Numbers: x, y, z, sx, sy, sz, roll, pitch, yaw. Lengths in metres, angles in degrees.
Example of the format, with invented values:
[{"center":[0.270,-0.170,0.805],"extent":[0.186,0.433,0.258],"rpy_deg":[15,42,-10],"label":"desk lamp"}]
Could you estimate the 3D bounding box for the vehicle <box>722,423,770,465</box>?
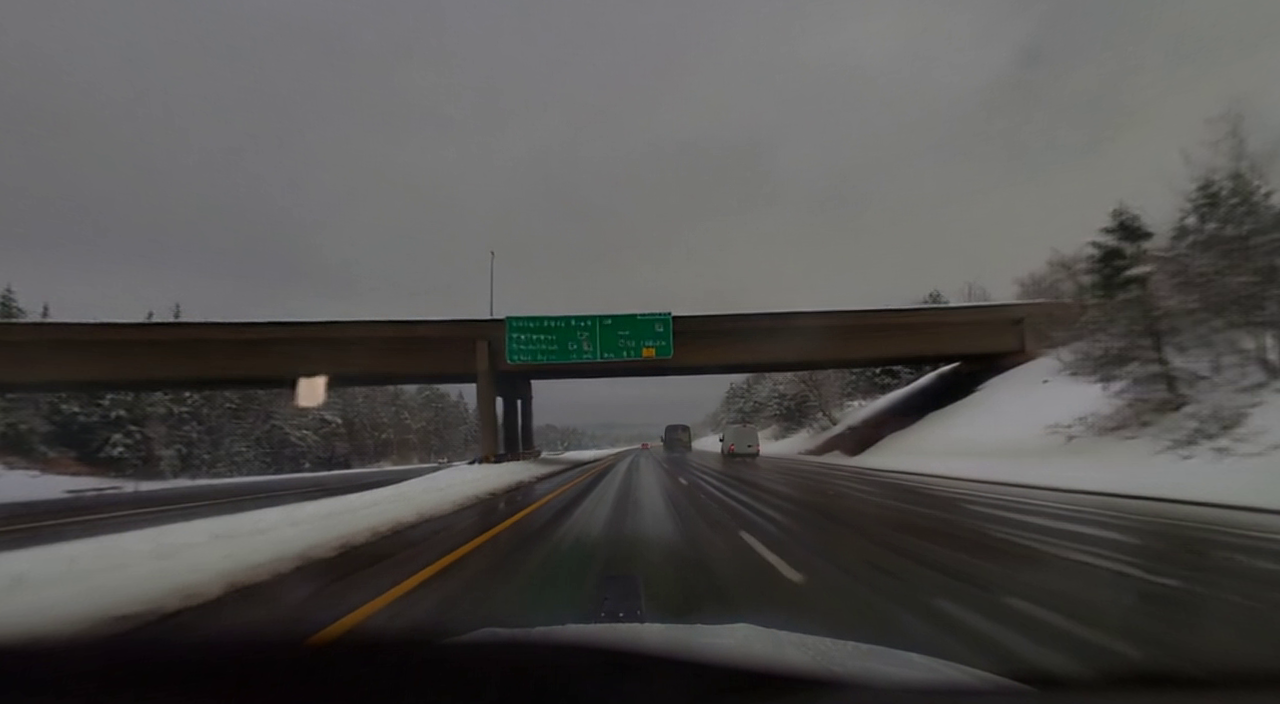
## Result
[{"center":[7.634,6.738,46.138],"extent":[2.379,2.819,6.294],"rpy_deg":[0,-8,0],"label":"vehicle"}]
